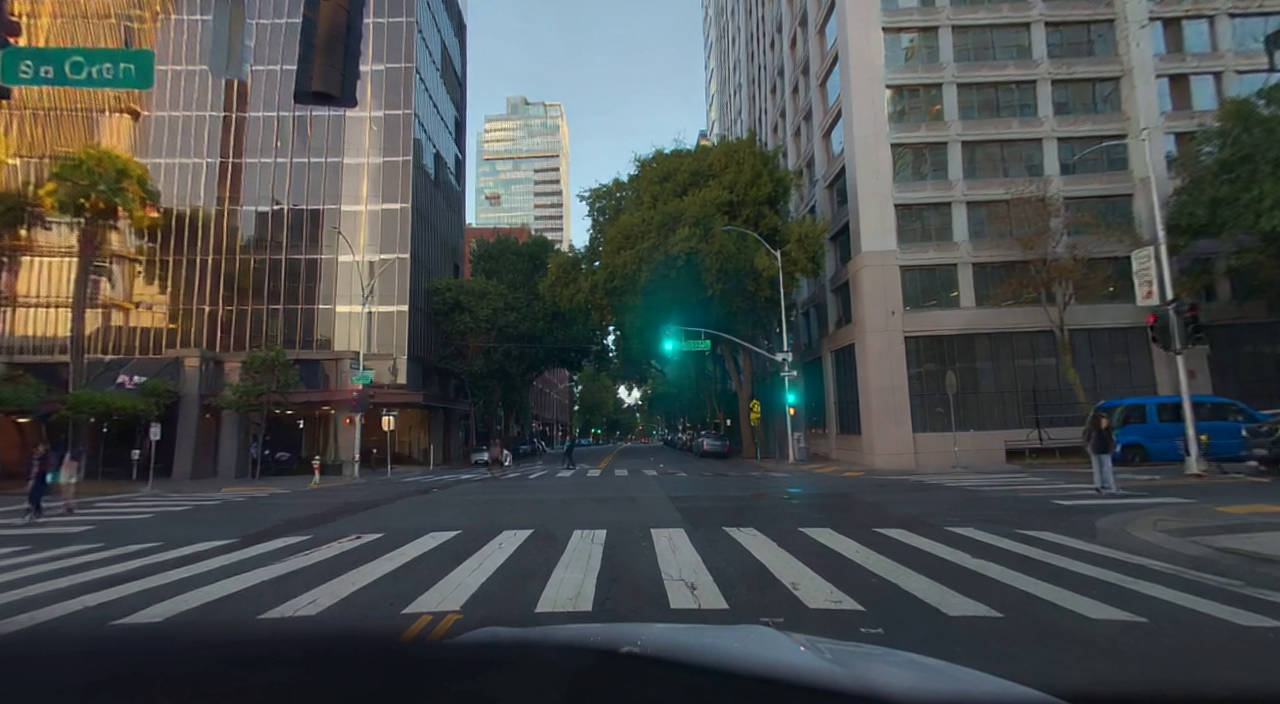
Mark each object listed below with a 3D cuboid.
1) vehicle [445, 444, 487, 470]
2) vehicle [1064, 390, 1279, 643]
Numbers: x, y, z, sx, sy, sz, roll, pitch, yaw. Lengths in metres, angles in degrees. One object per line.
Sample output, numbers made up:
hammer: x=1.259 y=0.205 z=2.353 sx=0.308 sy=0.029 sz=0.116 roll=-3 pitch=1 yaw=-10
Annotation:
vehicle: x=-12.448 y=7.509 z=45.380 sx=1.935 sy=1.639 sz=4.244 roll=-3 pitch=-8 yaw=-2
vehicle: x=5.648 y=1.138 z=4.251 sx=2.070 sy=1.804 sz=4.881 roll=0 pitch=-8 yaw=-1
